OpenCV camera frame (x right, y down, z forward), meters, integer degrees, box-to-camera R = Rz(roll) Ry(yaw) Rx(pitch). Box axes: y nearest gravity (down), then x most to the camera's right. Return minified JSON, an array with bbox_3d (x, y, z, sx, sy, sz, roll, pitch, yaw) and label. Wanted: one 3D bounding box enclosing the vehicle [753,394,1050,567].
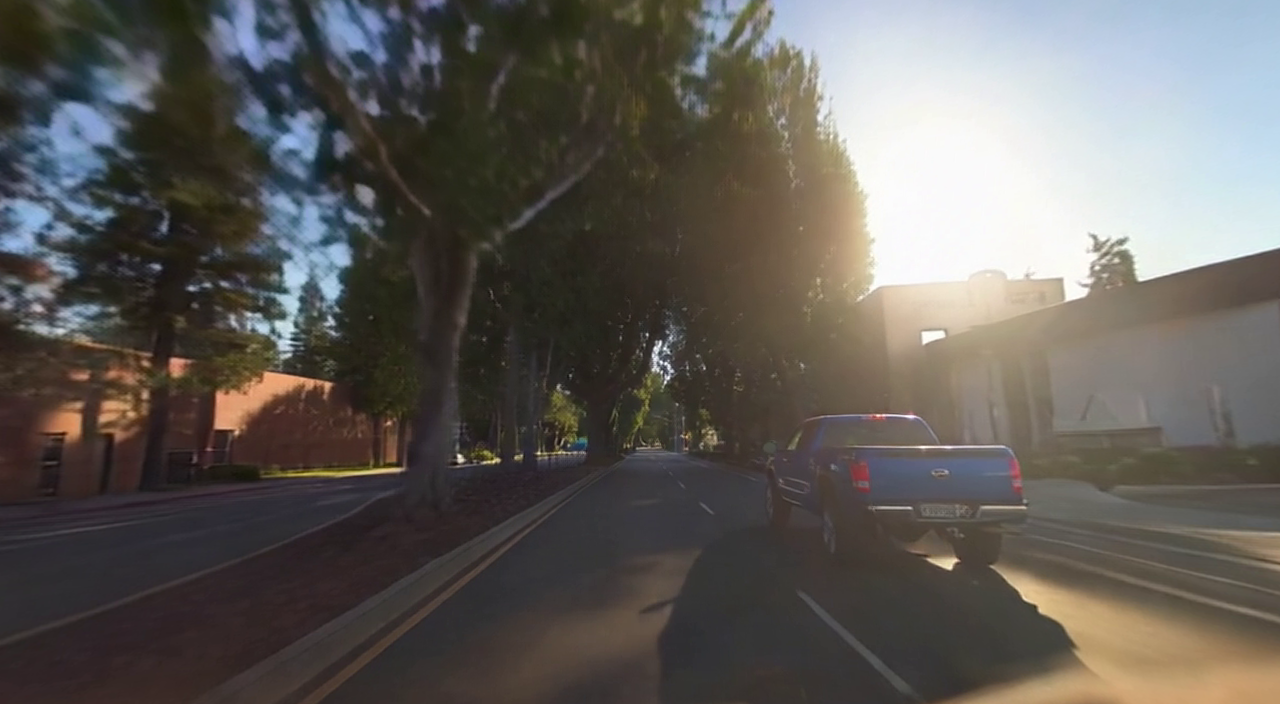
[{"bbox_3d":[3.280,1.770,9.462,2.085,1.828,5.383,0,-8,-1],"label":"vehicle"}]
